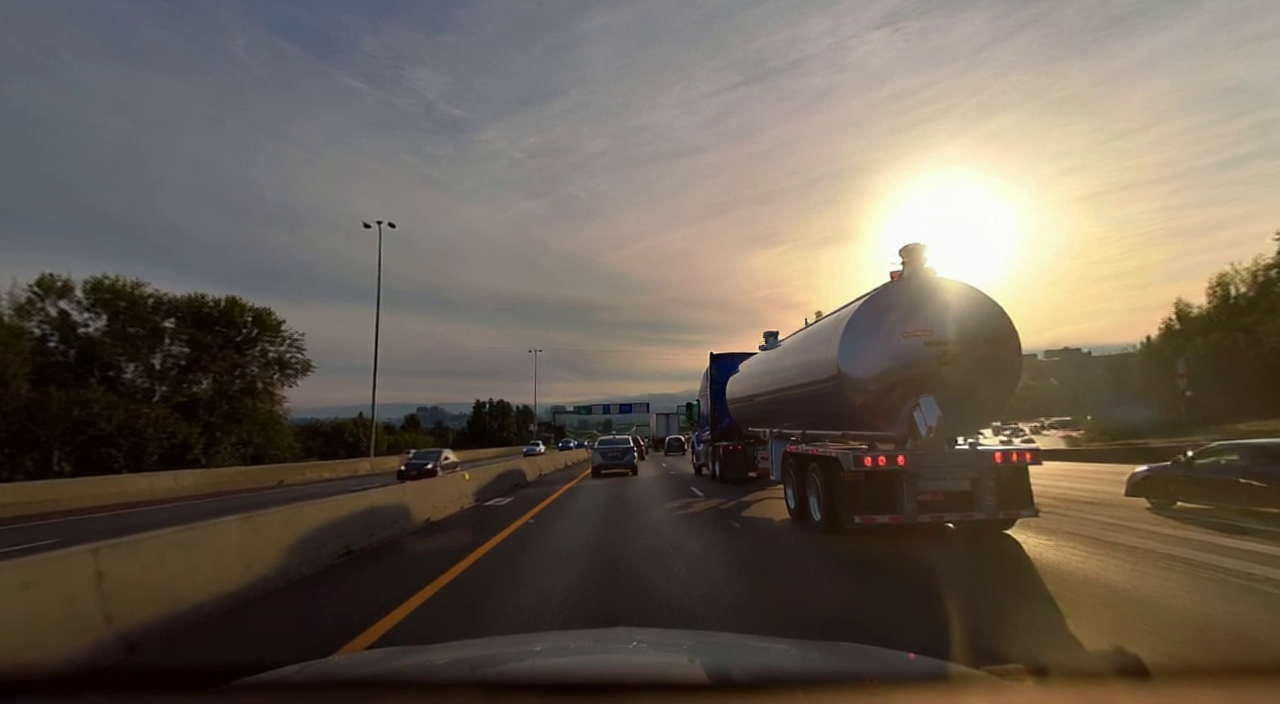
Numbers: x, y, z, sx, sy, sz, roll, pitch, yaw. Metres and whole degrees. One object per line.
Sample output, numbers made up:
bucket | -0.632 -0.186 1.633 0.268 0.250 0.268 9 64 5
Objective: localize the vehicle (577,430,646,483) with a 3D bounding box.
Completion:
vehicle | -0.852 3.254 20.021 2.000 1.510 3.518 0 -8 -1

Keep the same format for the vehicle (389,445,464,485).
vehicle | -8.926 4.729 26.754 1.853 1.459 4.228 0 -8 -2

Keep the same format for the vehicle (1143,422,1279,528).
vehicle | 9.807 1.758 9.113 1.739 1.471 3.889 0 -8 -2

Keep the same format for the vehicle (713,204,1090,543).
vehicle | 3.467 0.807 11.833 2.826 3.905 9.262 0 -8 -2
